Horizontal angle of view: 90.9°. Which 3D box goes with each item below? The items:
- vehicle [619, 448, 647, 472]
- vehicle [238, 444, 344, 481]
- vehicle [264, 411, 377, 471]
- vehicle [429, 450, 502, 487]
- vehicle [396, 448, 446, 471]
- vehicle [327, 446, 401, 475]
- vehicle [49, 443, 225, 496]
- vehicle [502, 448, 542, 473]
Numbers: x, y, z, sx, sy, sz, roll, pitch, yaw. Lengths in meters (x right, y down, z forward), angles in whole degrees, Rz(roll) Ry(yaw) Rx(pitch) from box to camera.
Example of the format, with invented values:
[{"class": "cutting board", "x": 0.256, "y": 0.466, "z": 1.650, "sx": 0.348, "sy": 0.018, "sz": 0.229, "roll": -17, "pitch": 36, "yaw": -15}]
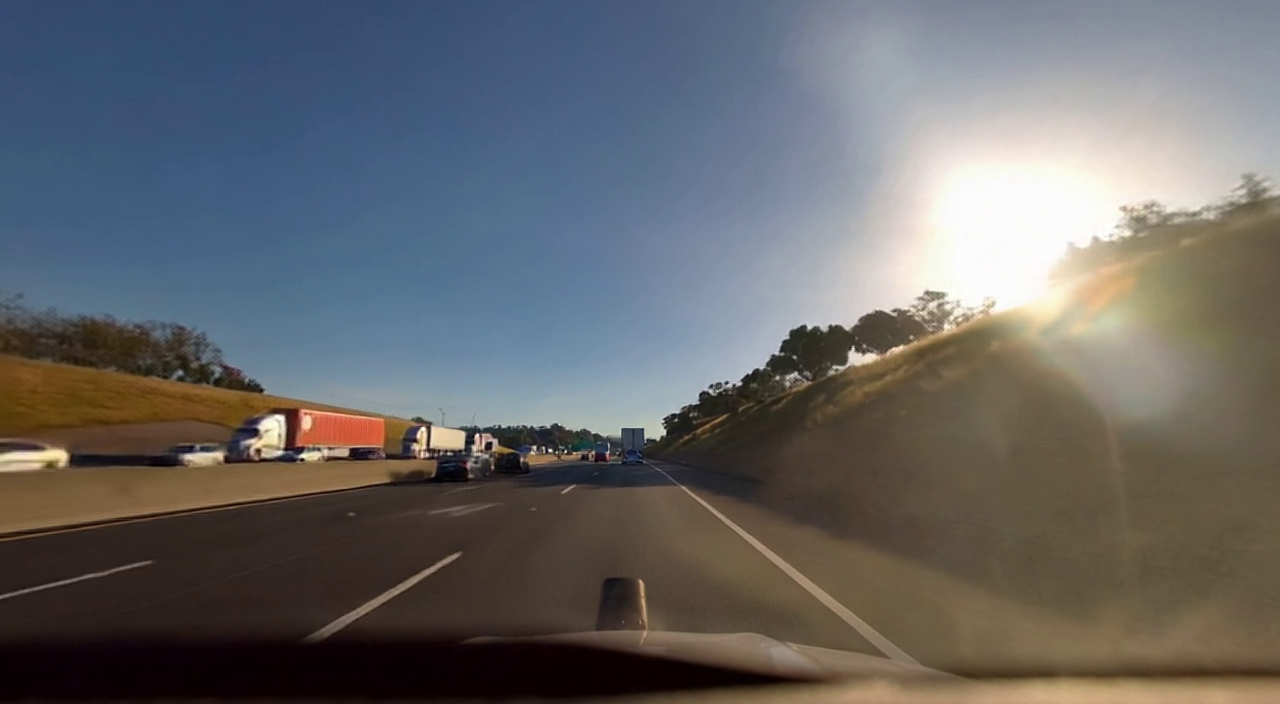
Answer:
[{"class": "vehicle", "x": -0.520, "y": 8.010, "z": 46.802, "sx": 2.009, "sy": 1.657, "sz": 3.962, "roll": 0, "pitch": -9, "yaw": -1}, {"class": "vehicle", "x": -14.589, "y": 4.637, "z": 26.663, "sx": 2.056, "sy": 1.438, "sz": 4.297, "roll": 0, "pitch": -9, "yaw": -1}, {"class": "vehicle", "x": -19.737, "y": 5.641, "z": 39.678, "sx": 2.935, "sy": 3.383, "sz": 7.992, "roll": 0, "pitch": -9, "yaw": -1}, {"class": "vehicle", "x": -7.406, "y": 4.954, "z": 27.197, "sx": 1.895, "sy": 1.446, "sz": 4.456, "roll": 0, "pitch": -9, "yaw": 0}, {"class": "vehicle", "x": -15.275, "y": 7.509, "z": 44.199, "sx": 1.918, "sy": 1.466, "sz": 4.632, "roll": 0, "pitch": -9, "yaw": 0}, {"class": "vehicle", "x": -14.951, "y": 5.896, "z": 34.454, "sx": 2.121, "sy": 1.452, "sz": 4.356, "roll": 0, "pitch": -9, "yaw": -1}, {"class": "vehicle", "x": -14.679, "y": 3.434, "z": 18.766, "sx": 1.927, "sy": 1.393, "sz": 4.071, "roll": 0, "pitch": -9, "yaw": -1}, {"class": "vehicle", "x": -8.231, "y": 7.599, "z": 44.365, "sx": 2.004, "sy": 1.629, "sz": 4.506, "roll": 0, "pitch": -9, "yaw": 0}]
